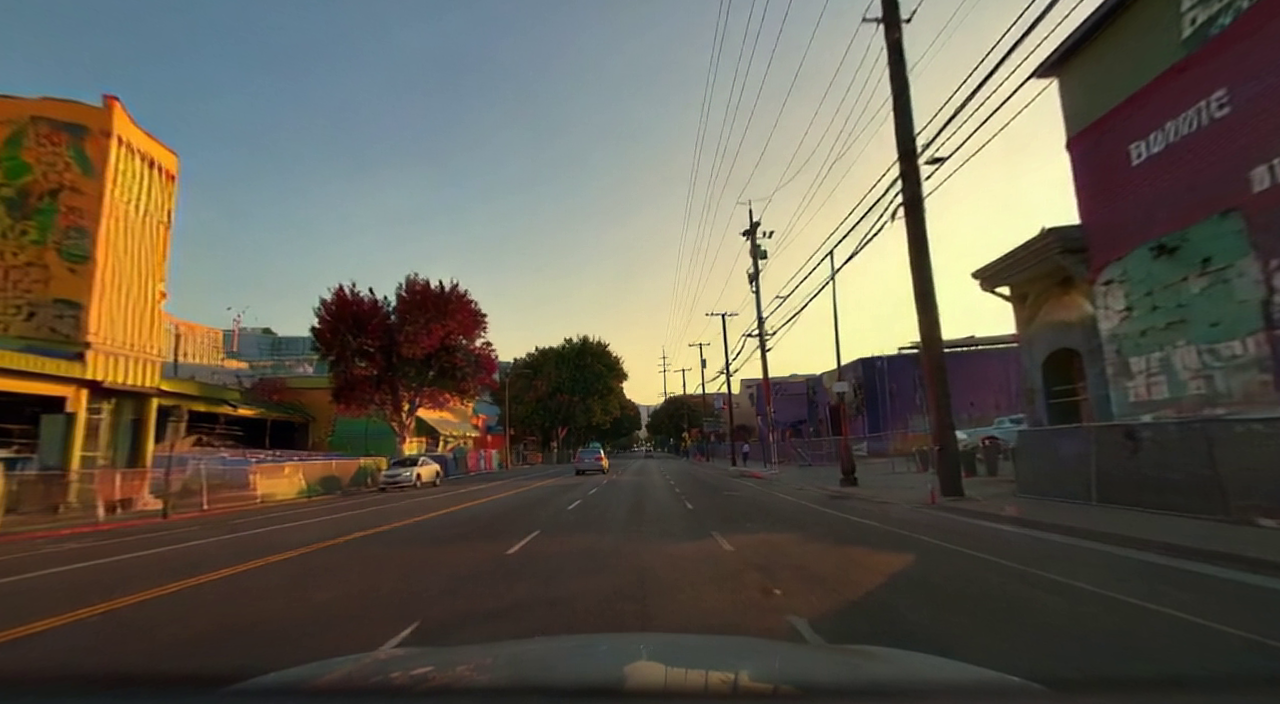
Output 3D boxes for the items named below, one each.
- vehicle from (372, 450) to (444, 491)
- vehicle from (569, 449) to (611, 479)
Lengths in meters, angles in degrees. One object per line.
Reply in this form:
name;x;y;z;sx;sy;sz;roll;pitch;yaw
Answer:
vehicle;-11.865;6.036;32.551;2.052;1.898;4.253;0;-8;1
vehicle;-2.941;6.701;38.002;2.036;1.589;4.549;0;-8;1
